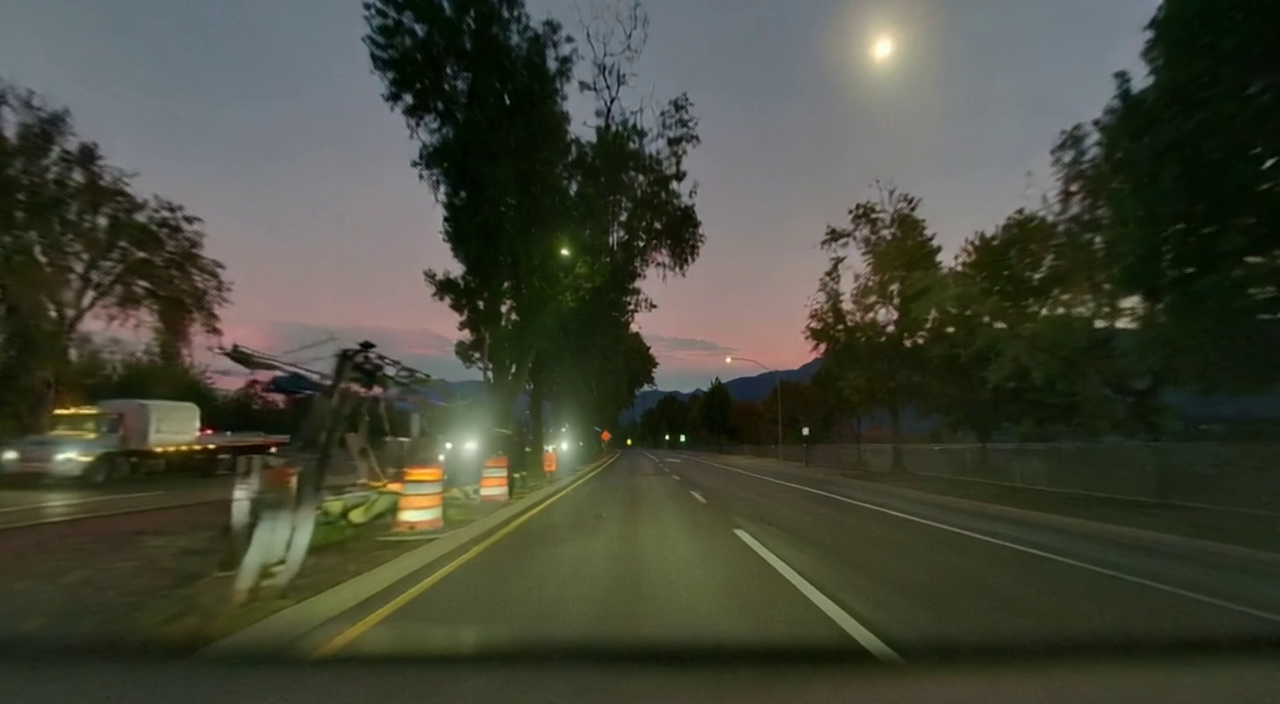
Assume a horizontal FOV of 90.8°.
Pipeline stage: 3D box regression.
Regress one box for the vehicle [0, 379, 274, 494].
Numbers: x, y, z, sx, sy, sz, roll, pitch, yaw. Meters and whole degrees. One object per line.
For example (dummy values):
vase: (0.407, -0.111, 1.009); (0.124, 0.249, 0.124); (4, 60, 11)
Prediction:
vehicle: (-19.214, 3.338, 24.524); (2.956, 3.466, 10.408); (-1, -9, 6)
